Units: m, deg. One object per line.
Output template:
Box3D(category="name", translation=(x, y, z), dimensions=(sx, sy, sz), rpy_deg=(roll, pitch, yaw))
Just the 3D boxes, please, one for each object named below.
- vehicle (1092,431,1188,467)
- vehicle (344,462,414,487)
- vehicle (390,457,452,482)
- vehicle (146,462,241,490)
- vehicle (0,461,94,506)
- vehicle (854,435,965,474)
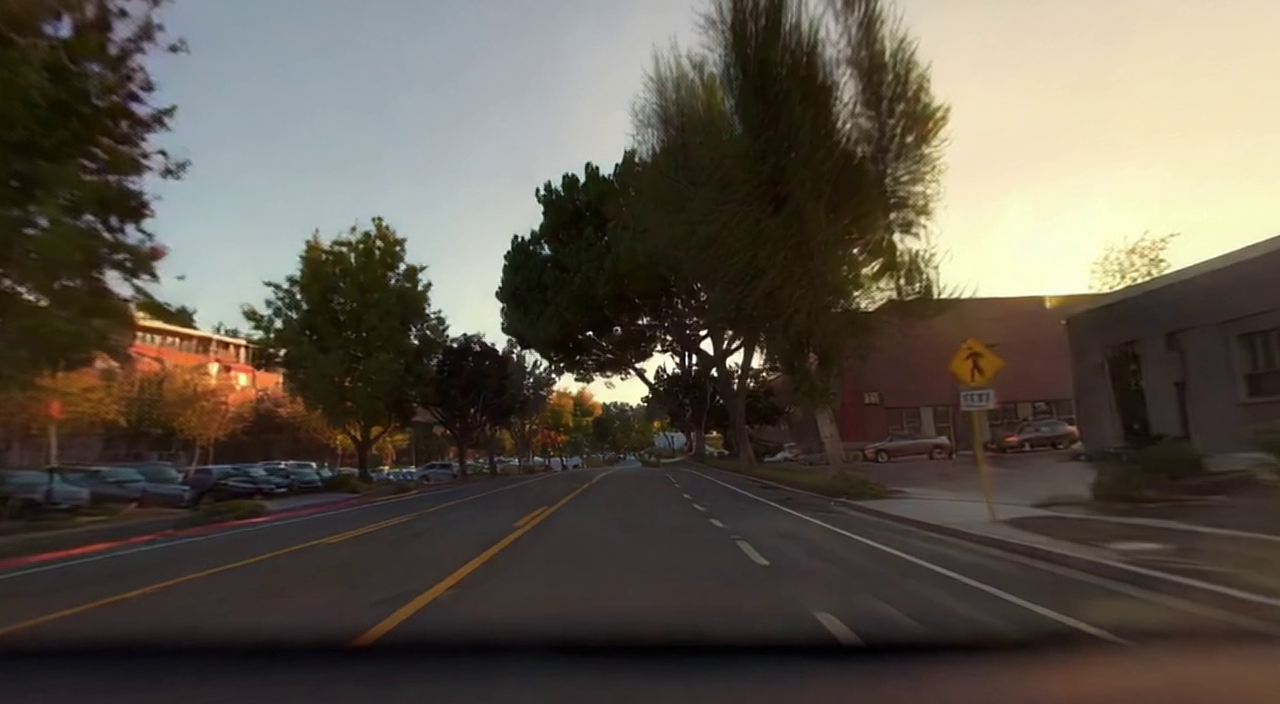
Box3D(category="vehicle", translation=(23.153, 4.479, 29.223), dimensions=(4.694, 1.496, 1.845), rpy_deg=(5, -10, -31))
Box3D(category="vehicle", translation=(-17.363, 8.072, 41.958), dimensions=(4.708, 1.472, 1.994), rpy_deg=(-6, -11, 35))
Box3D(category="vehicle", translation=(-16.538, 8.844, 47.641), dimensions=(4.311, 1.746, 1.984), rpy_deg=(-5, -10, 30))
Box3D(category="vehicle", translation=(-27.292, 7.579, 38.786), dimensions=(4.272, 1.613, 1.855), rpy_deg=(2, -9, -14))
Box3D(category="vehicle", translation=(-26.510, 5.563, 26.854), dimensions=(4.450, 1.749, 1.925), rpy_deg=(3, -9, -18))
Box3D(category="vehicle", translation=(12.760, 4.865, 30.014), dimensions=(4.632, 1.701, 1.975), rpy_deg=(-4, -10, 26))
